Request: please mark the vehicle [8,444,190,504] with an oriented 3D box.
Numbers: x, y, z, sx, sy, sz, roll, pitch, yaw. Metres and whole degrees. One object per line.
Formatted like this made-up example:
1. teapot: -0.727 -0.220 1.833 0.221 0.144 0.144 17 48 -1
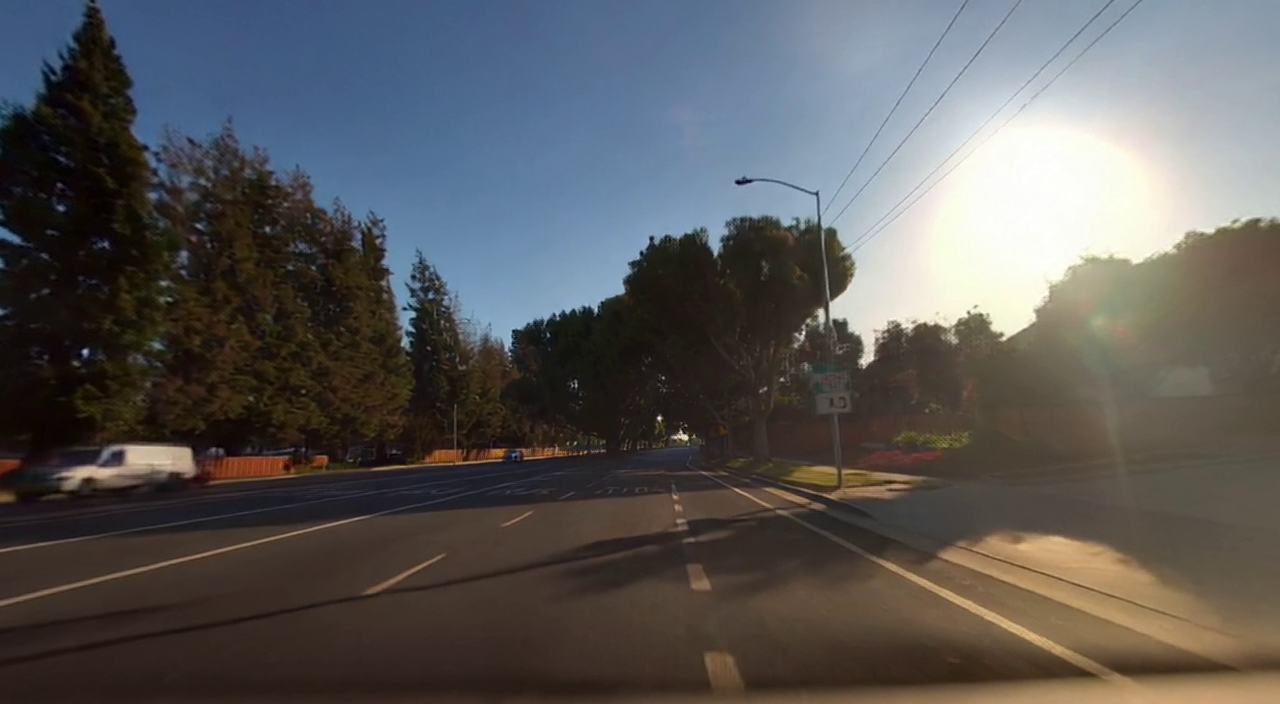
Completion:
1. vehicle: -16.528 3.693 19.642 1.925 1.649 4.010 -1 -8 4
